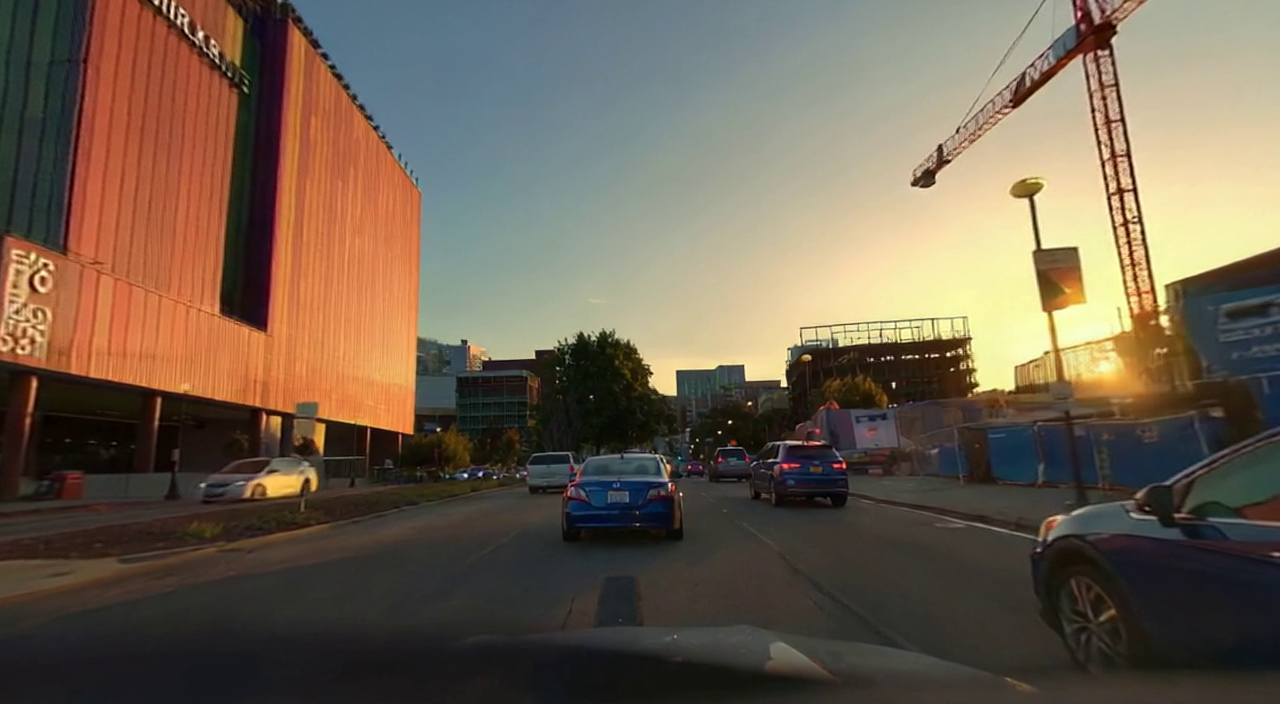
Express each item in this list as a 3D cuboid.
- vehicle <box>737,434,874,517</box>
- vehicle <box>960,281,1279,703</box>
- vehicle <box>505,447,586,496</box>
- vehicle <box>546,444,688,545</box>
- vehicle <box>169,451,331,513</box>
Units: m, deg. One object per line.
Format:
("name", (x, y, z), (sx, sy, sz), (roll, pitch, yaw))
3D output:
("vehicle", (4.041, 3.098, 16.460), (2.185, 1.797, 4.934), (0, -9, 0))
("vehicle", (3.541, 0.666, 2.110), (2.182, 1.954, 5.341), (0, -9, 1))
("vehicle", (-3.513, 4.511, 24.303), (2.201, 1.691, 4.305), (-1, -9, 4))
("vehicle", (-0.275, 2.464, 11.651), (2.131, 1.496, 4.193), (0, -8, 2))
("vehicle", (-12.854, 4.273, 21.311), (2.136, 1.764, 4.855), (-1, -9, 3))
